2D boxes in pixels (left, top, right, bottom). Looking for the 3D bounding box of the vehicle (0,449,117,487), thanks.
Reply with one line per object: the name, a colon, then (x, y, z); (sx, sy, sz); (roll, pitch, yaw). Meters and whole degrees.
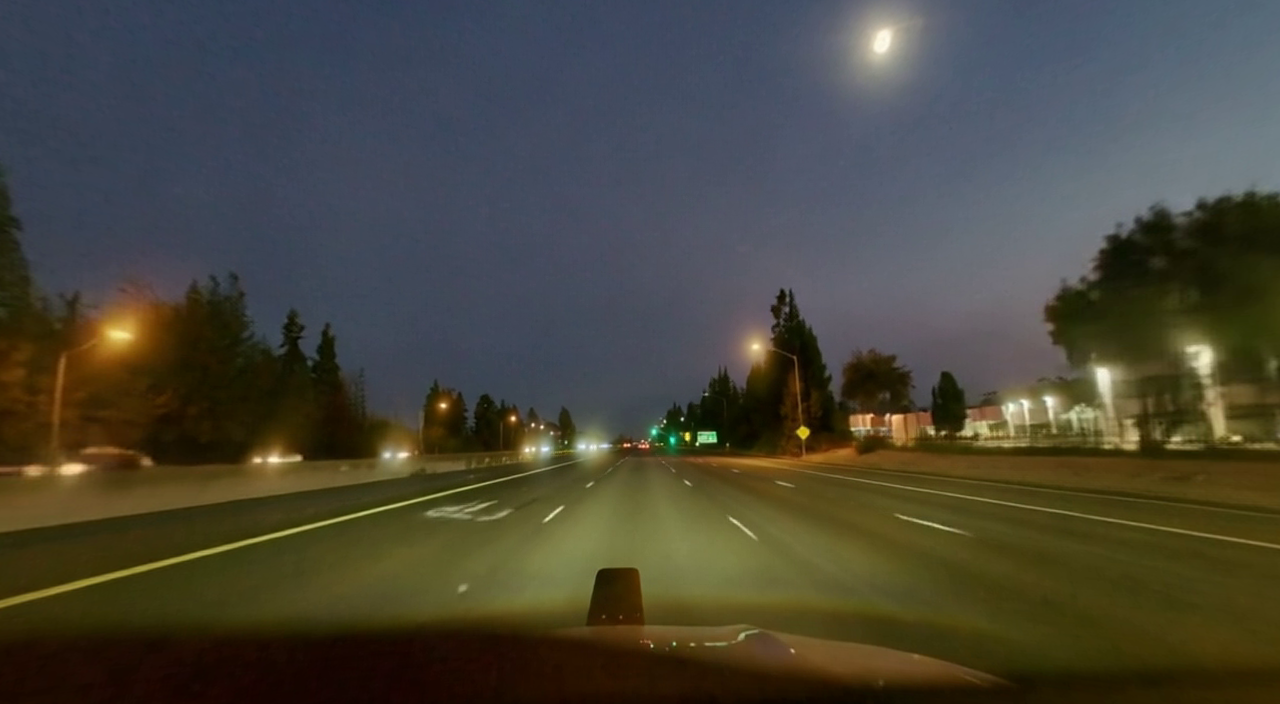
vehicle: (-25.544, 4.969, 27.372); (1.837, 1.492, 4.280); (0, -9, 1)
